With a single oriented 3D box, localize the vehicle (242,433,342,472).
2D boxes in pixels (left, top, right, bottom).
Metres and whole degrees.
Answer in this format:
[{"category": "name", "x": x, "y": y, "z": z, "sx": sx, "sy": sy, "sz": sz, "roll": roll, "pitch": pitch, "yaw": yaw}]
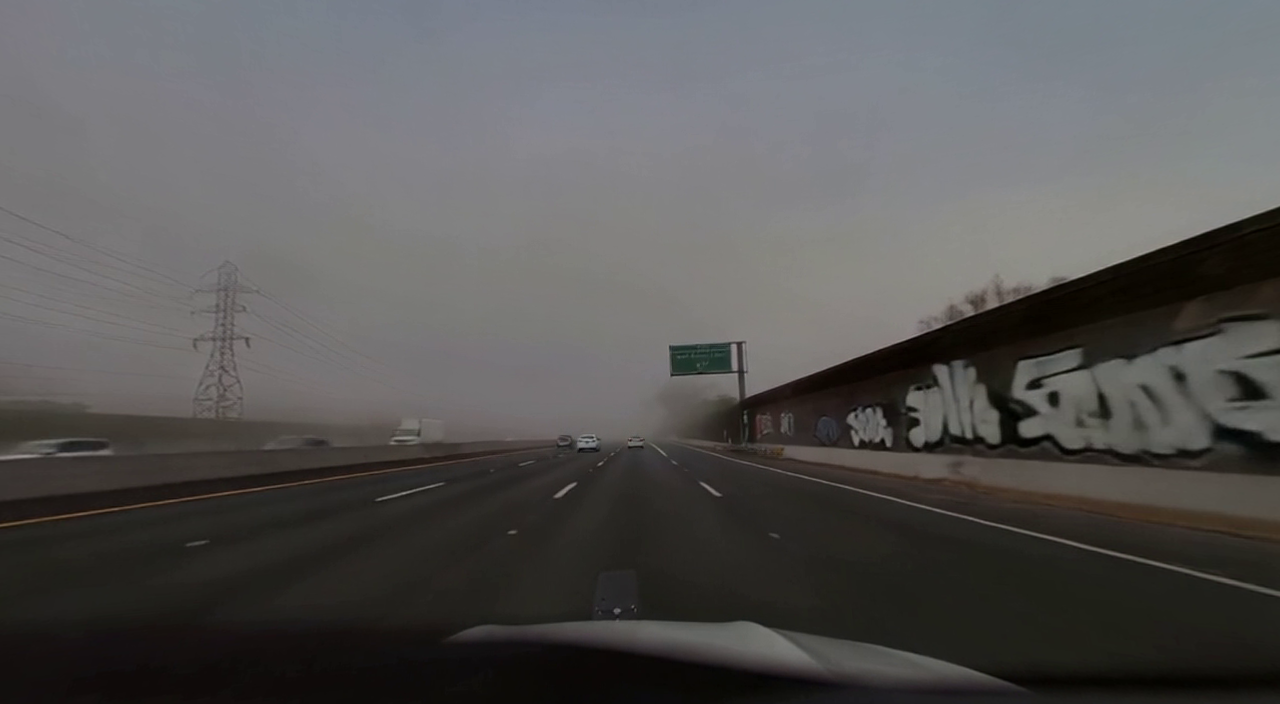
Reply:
[{"category": "vehicle", "x": -15.479, "y": 4.456, "z": 28.345, "sx": 1.965, "sy": 1.598, "sz": 4.475, "roll": 0, "pitch": -8, "yaw": 0}]
